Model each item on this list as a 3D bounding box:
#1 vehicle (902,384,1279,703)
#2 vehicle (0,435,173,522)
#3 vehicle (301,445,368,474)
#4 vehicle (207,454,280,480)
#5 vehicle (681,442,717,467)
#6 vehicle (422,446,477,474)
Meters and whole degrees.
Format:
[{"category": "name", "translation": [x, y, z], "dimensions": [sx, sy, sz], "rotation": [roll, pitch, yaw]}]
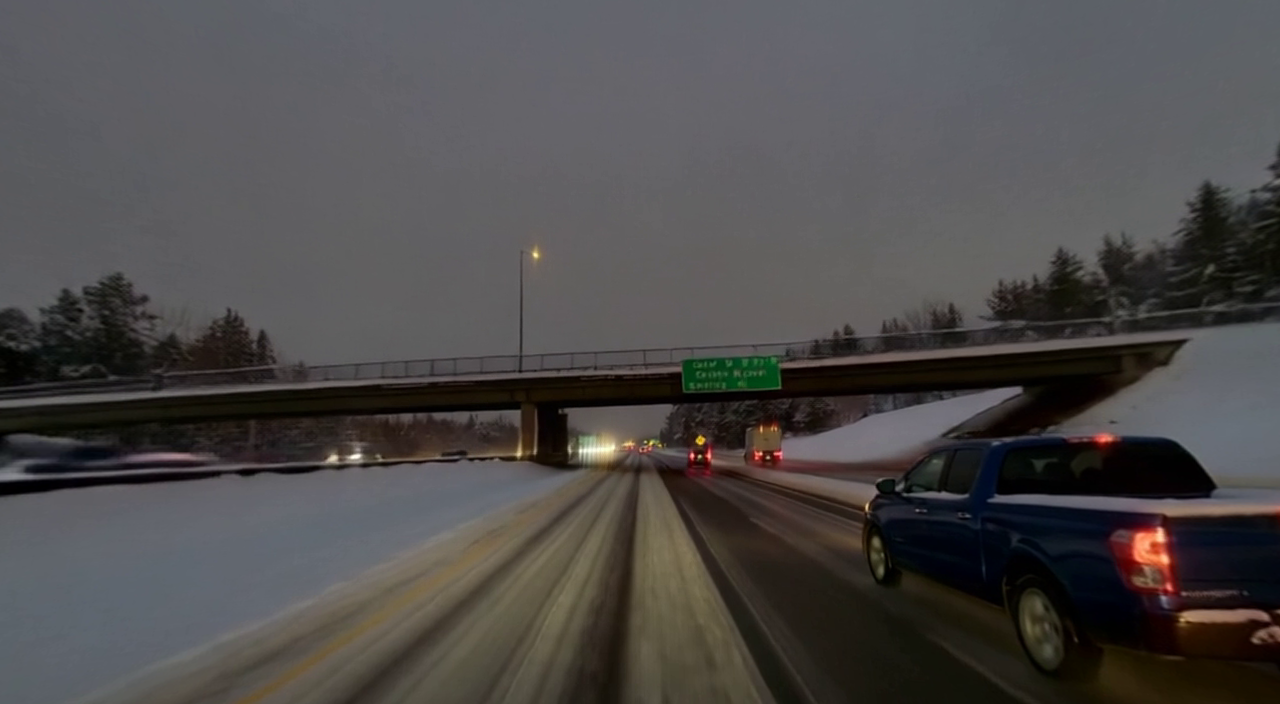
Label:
[{"category": "vehicle", "translation": [3.357, 0.990, 3.035], "dimensions": [2.119, 1.524, 4.807], "rotation": [0, -8, 0]}, {"category": "vehicle", "translation": [-14.962, 3.019, 15.527], "dimensions": [2.231, 1.879, 5.996], "rotation": [-1, -8, 1]}, {"category": "vehicle", "translation": [-22.114, 7.785, 45.968], "dimensions": [2.210, 1.915, 5.344], "rotation": [0, -8, 0]}, {"category": "vehicle", "translation": [-25.903, 7.520, 41.426], "dimensions": [1.804, 1.459, 4.578], "rotation": [0, -8, 0]}, {"category": "vehicle", "translation": [4.007, 7.035, 43.553], "dimensions": [2.014, 1.643, 4.039], "rotation": [0, -8, -1]}, {"category": "vehicle", "translation": [-11.304, 6.416, 37.682], "dimensions": [1.856, 1.503, 4.274], "rotation": [-1, -8, 1]}]
